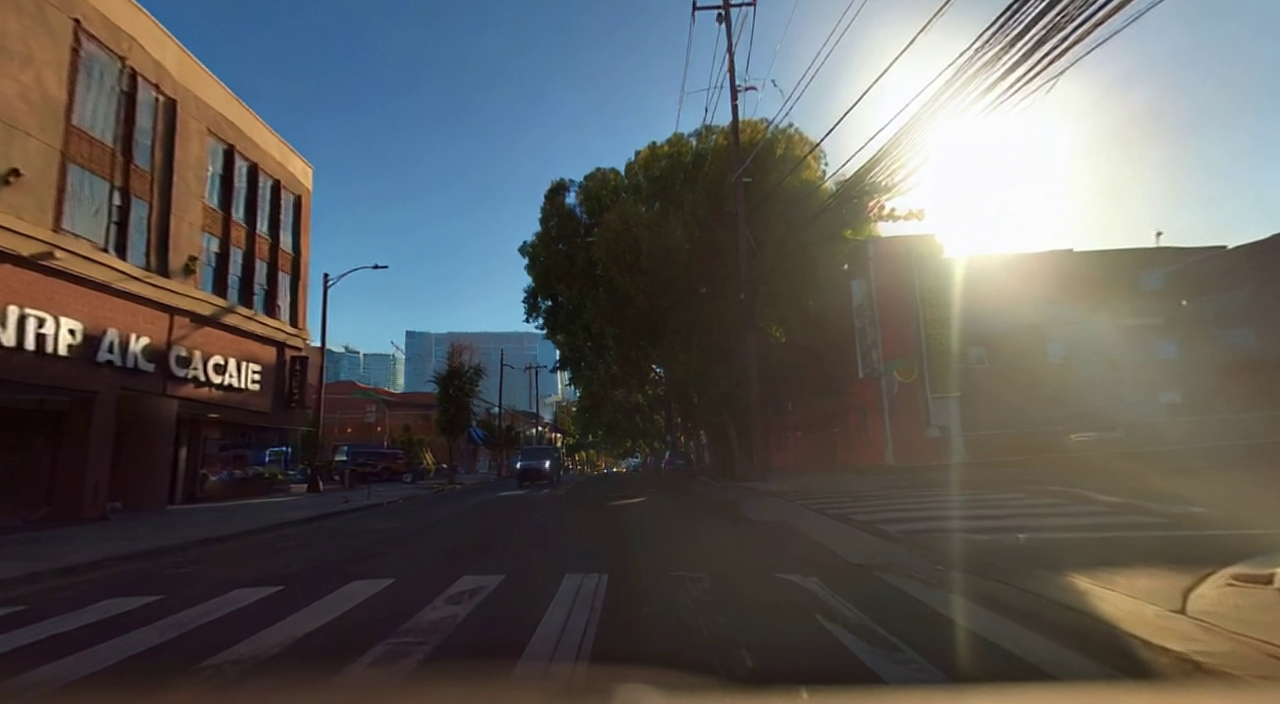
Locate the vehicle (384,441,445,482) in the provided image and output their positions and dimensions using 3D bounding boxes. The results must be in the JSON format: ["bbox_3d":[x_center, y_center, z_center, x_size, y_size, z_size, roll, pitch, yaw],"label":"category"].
[{"bbox_3d":[-16.554,8.100,46.812,2.715,2.789,6.225,0,-10,-5],"label":"vehicle"}]

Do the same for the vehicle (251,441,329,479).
[{"bbox_3d":[-25.439,7.840,46.264,2.288,2.514,5.886,0,-8,0],"label":"vehicle"}]

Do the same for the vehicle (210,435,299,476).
[{"bbox_3d":[-28.116,7.554,46.478,2.249,2.760,6.636,0,-8,0],"label":"vehicle"}]

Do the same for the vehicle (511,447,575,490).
[{"bbox_3d":[-4.735,5.744,31.649,2.495,1.966,4.846,0,-8,-1],"label":"vehicle"}]

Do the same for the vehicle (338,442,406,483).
[{"bbox_3d":[-19.482,7.984,46.261,2.256,2.668,5.979,0,-7,0],"label":"vehicle"}]

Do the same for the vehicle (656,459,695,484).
[{"bbox_3d":[2.114,7.232,38.430,1.877,1.373,3.854,0,-8,-4],"label":"vehicle"}]
